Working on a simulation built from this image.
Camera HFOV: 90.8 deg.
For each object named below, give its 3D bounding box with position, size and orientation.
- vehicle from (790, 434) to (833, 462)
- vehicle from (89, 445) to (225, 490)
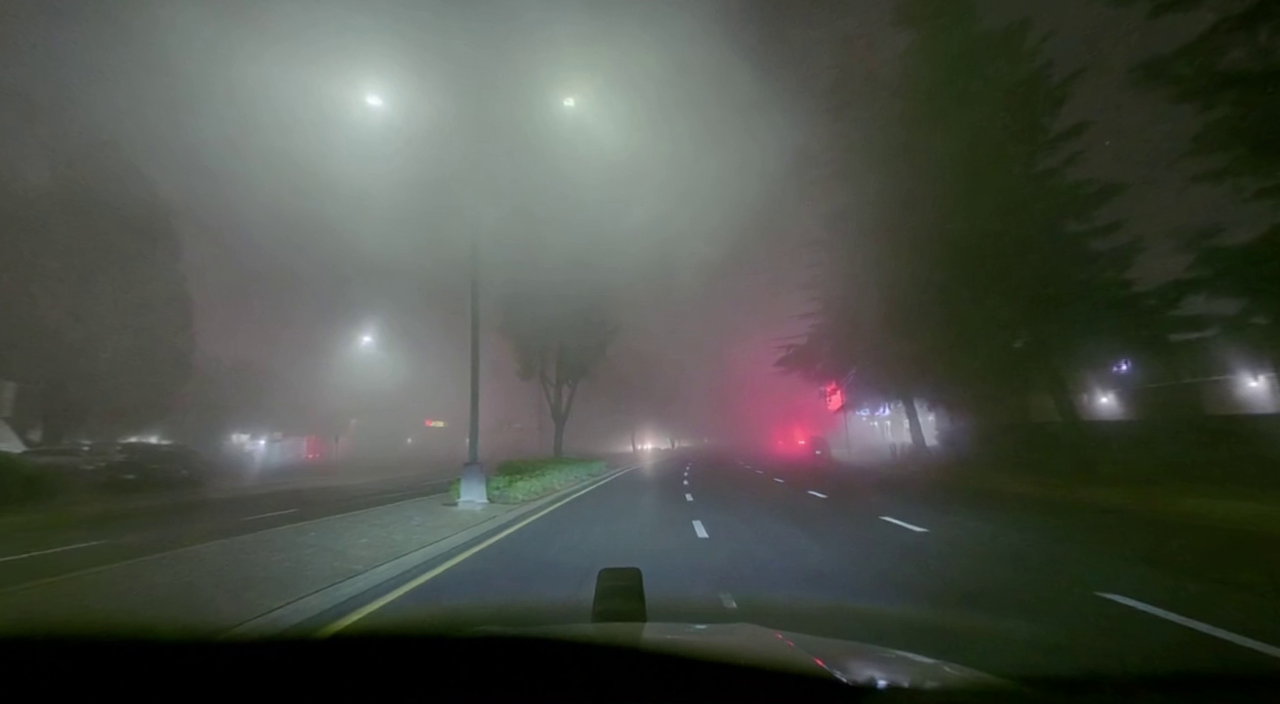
[{"bbox_3d":[12.789,7.199,47.543,2.200,1.944,5.935,-1,-8,6],"label":"vehicle"},{"bbox_3d":[-18.819,4.538,24.929,1.891,1.510,4.266,-3,-10,2],"label":"vehicle"}]
